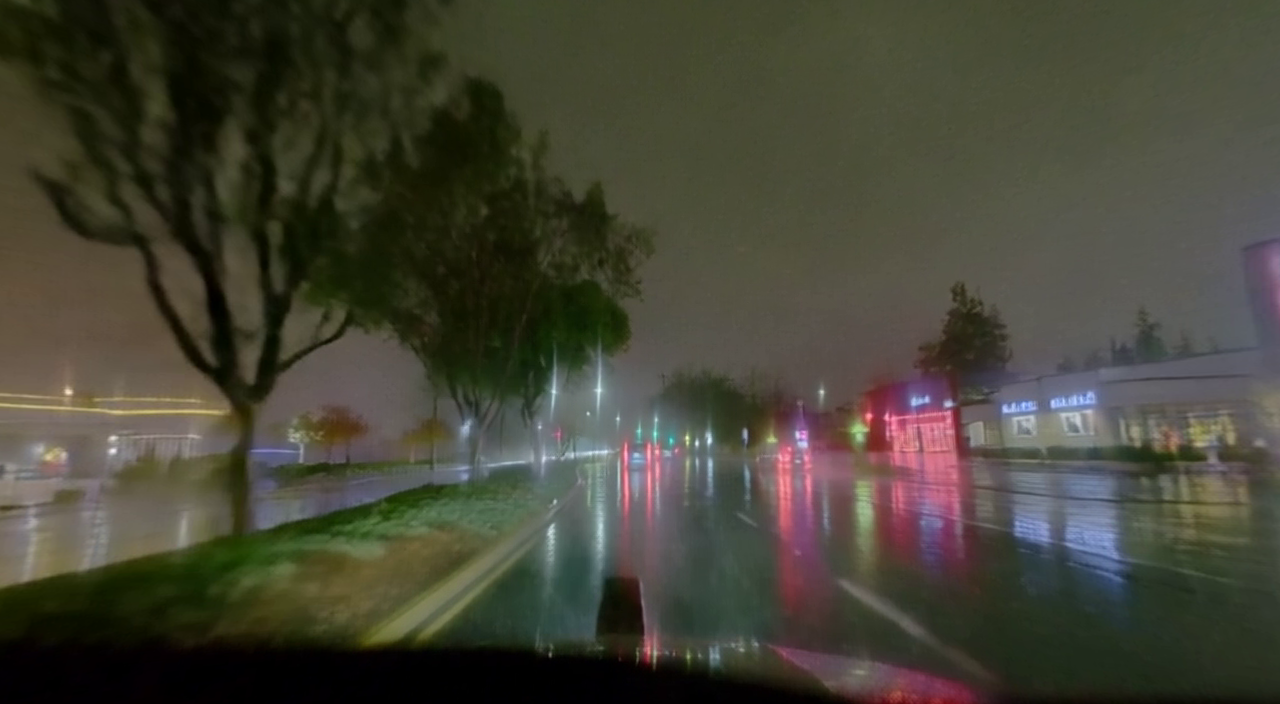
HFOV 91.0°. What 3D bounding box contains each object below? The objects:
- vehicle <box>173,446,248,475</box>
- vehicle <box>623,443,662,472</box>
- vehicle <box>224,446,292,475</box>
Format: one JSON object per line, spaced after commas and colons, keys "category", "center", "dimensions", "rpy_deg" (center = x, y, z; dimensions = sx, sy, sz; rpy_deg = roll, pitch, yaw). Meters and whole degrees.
{"category": "vehicle", "center": [-31.465, 7.925, 46.285], "dimensions": [2.155, 2.023, 5.077], "rpy_deg": [0, -9, -4]}
{"category": "vehicle", "center": [0.067, 5.691, 34.034], "dimensions": [1.998, 1.452, 3.773], "rpy_deg": [0, -9, -2]}
{"category": "vehicle", "center": [-28.179, 7.973, 46.641], "dimensions": [2.191, 1.947, 5.156], "rpy_deg": [1, -9, -5]}
